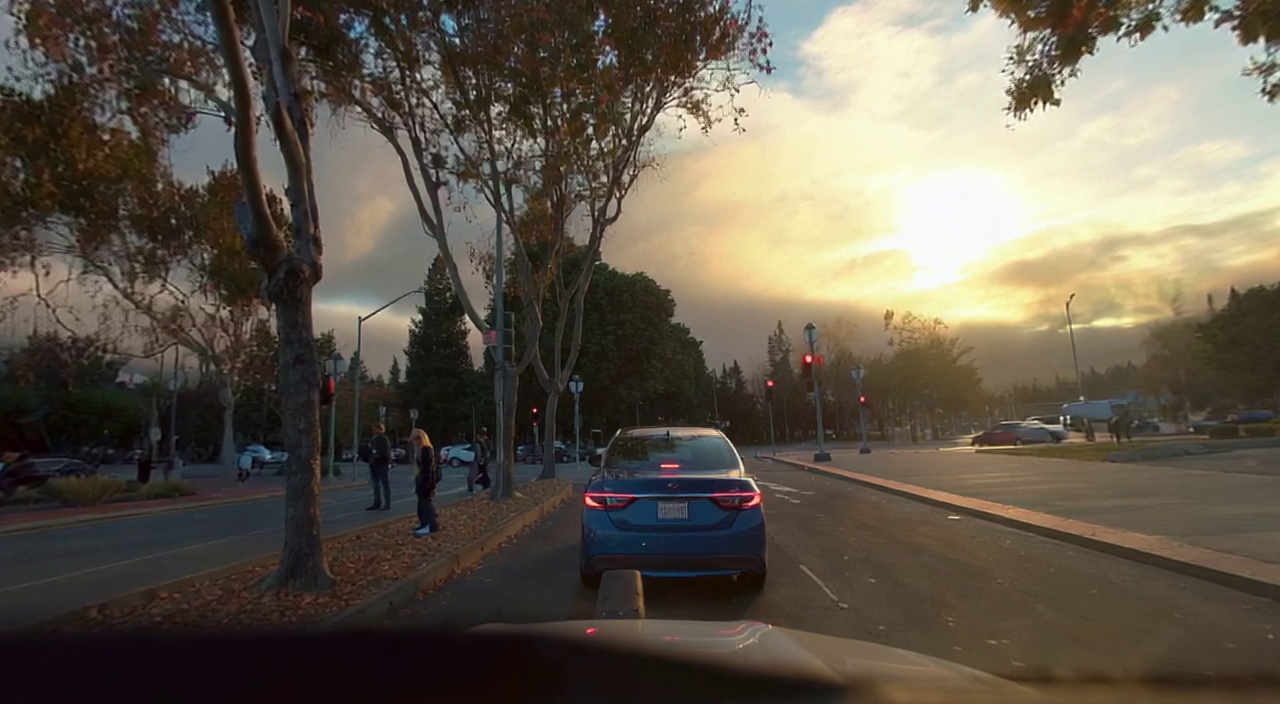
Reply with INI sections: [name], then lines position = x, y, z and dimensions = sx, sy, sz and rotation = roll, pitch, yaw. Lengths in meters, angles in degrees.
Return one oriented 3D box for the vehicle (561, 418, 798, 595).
[vehicle]
position = 0.376, 1.613, 7.396
dimensions = 2.035, 1.499, 3.799
rotation = 0, -8, 1
